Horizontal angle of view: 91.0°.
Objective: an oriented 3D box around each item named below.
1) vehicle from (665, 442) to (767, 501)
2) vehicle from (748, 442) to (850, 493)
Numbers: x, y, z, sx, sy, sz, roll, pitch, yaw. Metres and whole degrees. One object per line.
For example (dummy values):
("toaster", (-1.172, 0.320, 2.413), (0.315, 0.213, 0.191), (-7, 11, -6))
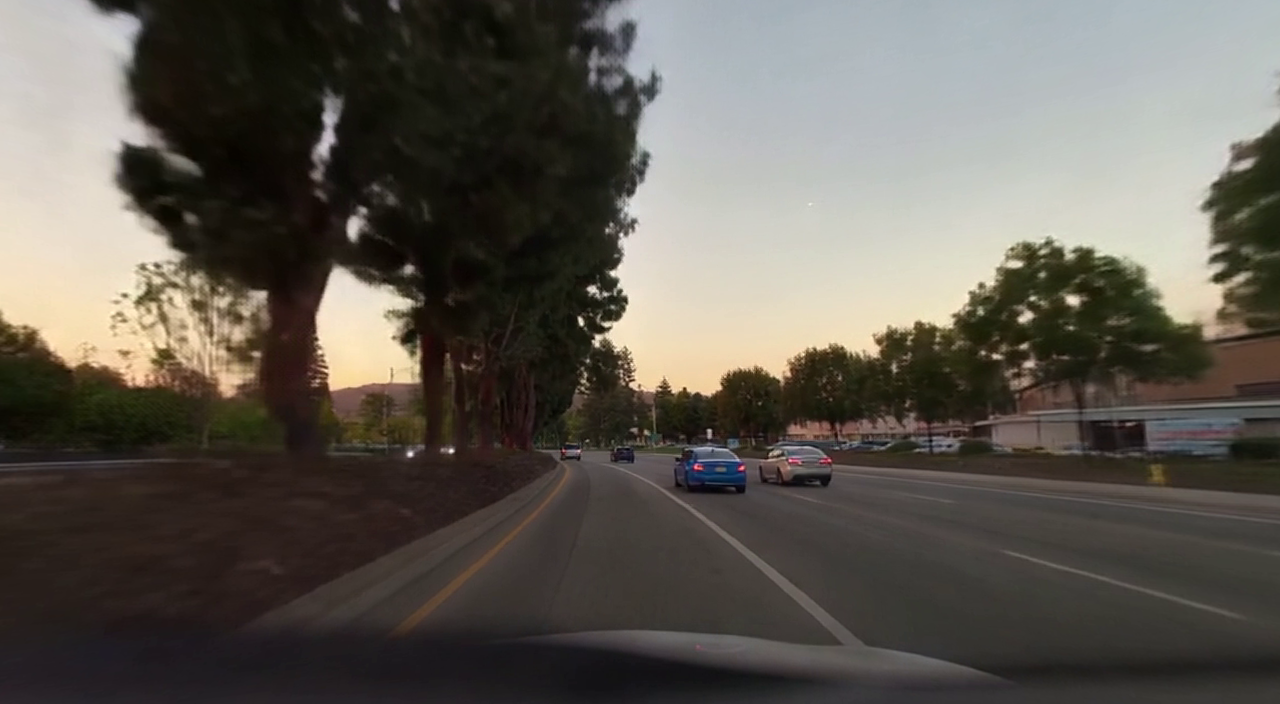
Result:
("vehicle", (1.999, 3.327, 17.959), (2.077, 1.464, 4.134), (1, -8, -5))
("vehicle", (5.084, 3.735, 20.805), (1.901, 1.474, 4.363), (1, -9, -5))
